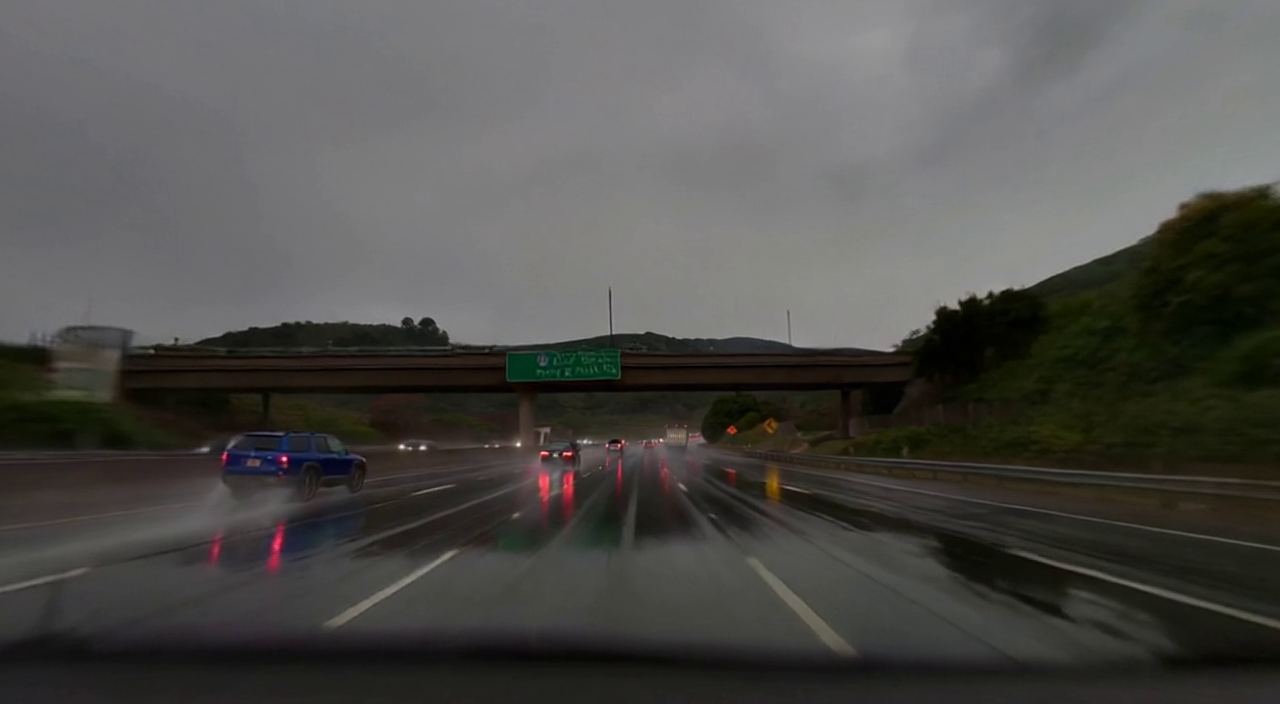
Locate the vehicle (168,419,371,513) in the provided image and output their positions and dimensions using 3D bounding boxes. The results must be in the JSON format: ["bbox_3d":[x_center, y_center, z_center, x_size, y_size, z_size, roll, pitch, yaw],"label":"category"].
[{"bbox_3d":[-7.683,2.413,13.703,1.860,1.694,4.173,0,-9,0],"label":"vehicle"}]

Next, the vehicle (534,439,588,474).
[{"bbox_3d":[-3.673,4.927,29.986,1.925,1.509,4.363,0,-9,1],"label":"vehicle"}]
